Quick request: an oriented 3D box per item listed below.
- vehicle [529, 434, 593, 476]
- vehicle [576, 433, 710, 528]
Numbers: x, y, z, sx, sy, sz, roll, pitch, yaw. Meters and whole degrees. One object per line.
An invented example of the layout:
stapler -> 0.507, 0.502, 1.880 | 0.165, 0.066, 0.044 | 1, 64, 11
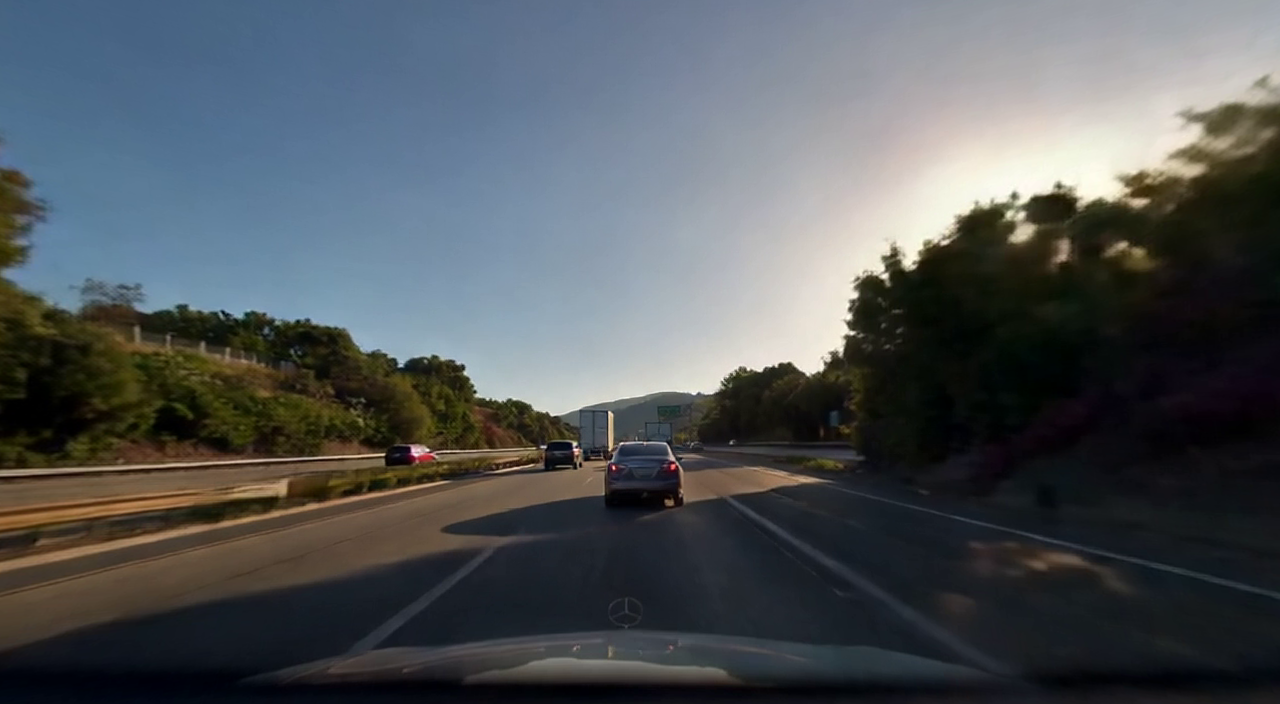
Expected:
vehicle -> -3.437, 4.612, 28.230 | 2.177, 1.699, 4.431 | 0, -9, 2
vehicle -> 0.015, 2.292, 11.721 | 2.057, 1.449, 3.931 | 0, -9, -1
